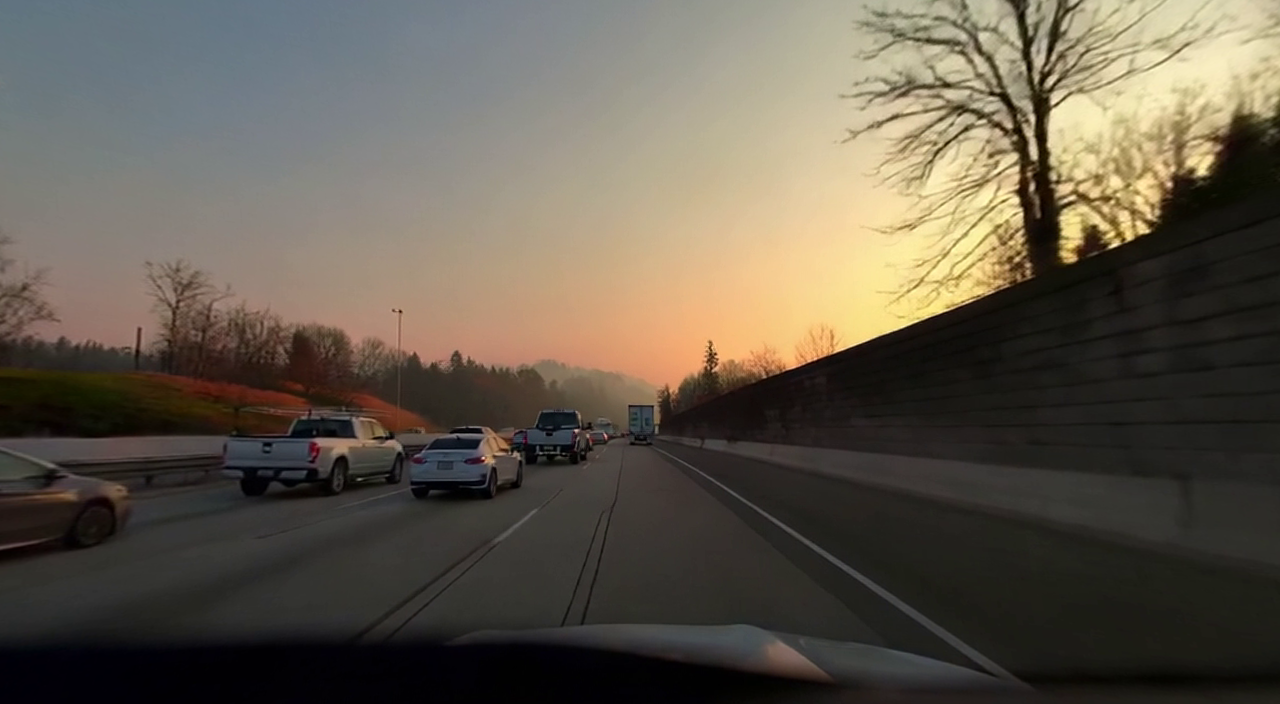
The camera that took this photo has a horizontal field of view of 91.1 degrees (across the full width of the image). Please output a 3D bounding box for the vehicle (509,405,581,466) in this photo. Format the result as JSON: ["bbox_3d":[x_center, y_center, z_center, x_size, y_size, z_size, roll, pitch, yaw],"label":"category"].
[{"bbox_3d":[-4.185,3.806,28.678,2.427,2.514,5.159,0,-8,0],"label":"vehicle"}]

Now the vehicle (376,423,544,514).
[{"bbox_3d":[-3.299,2.207,12.516,2.089,1.485,4.153,0,-8,0],"label":"vehicle"}]

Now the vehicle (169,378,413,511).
[{"bbox_3d":[-7.488,2.084,14.556,2.386,2.435,5.831,0,-8,-1],"label":"vehicle"}]

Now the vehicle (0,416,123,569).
[{"bbox_3d":[-7.497,1.357,5.857,1.957,1.545,3.971,0,-8,0],"label":"vehicle"}]
